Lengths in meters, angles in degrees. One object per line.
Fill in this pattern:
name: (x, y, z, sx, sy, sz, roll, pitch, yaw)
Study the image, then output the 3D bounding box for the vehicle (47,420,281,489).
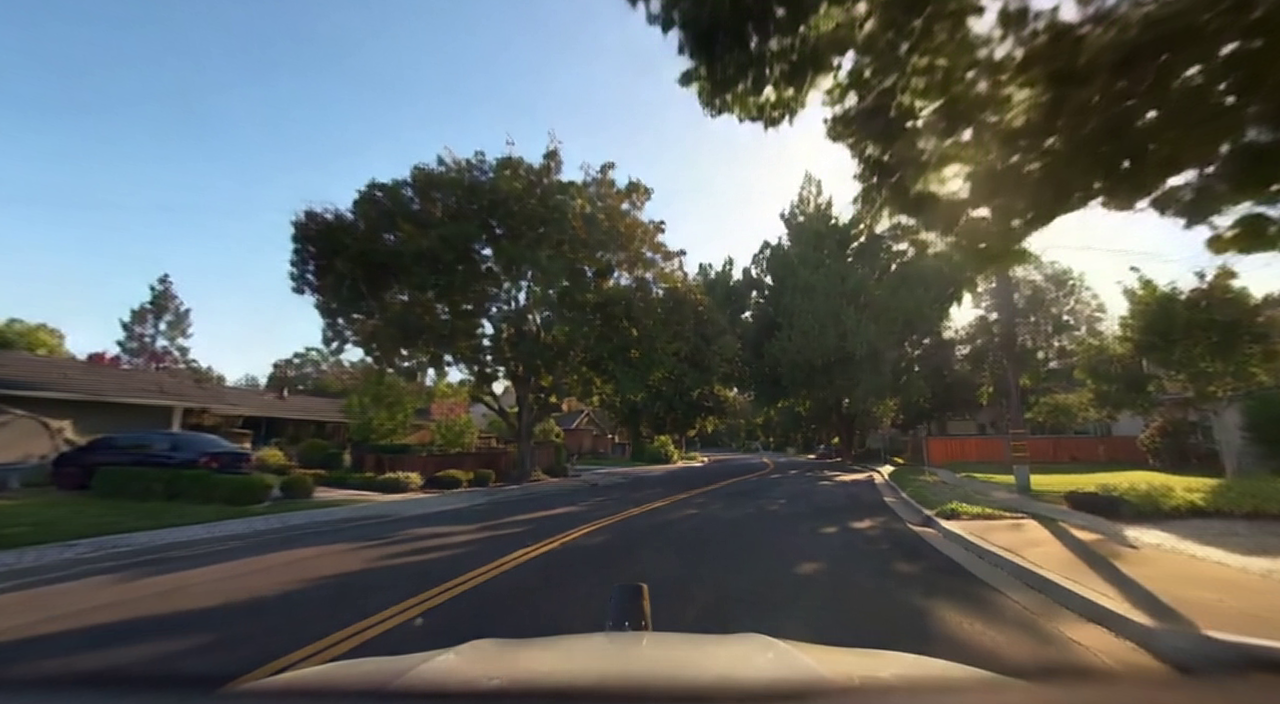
vehicle: (-12.653, 2.833, 17.191, 4.485, 1.663, 2.111, 4, -10, -17)
